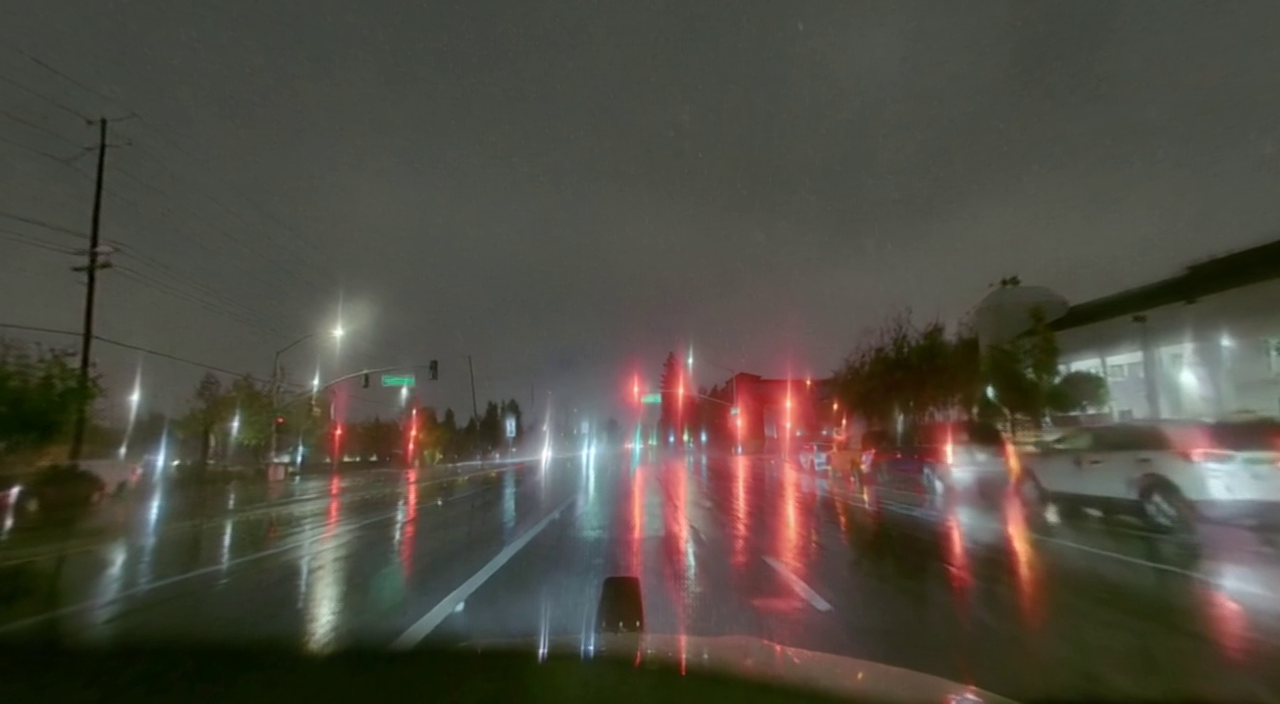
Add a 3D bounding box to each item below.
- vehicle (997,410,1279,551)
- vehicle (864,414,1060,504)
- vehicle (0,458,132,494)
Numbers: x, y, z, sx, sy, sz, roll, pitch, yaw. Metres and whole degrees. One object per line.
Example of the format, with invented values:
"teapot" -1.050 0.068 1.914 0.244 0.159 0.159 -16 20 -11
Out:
"vehicle" 8.016 1.851 9.809 1.987 1.628 4.712 0 -9 -3
"vehicle" 7.706 2.644 15.966 2.130 1.877 5.334 0 -9 0
"vehicle" -28.973 6.163 31.516 5.352 1.644 2.387 -1 -9 5
